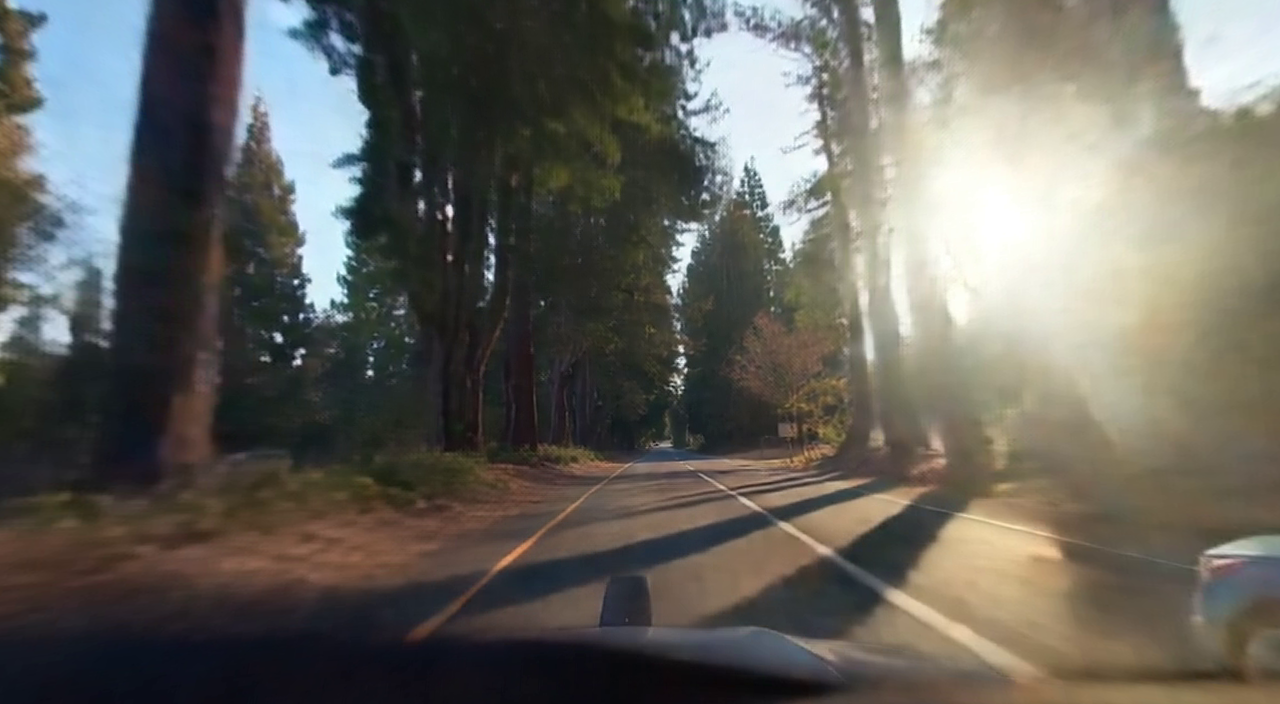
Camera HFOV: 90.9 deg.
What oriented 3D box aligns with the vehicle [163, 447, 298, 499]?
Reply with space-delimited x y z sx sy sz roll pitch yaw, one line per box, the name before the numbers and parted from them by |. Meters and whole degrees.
vehicle | -15.818 4.655 24.736 2.010 1.801 4.777 0 -8 1
